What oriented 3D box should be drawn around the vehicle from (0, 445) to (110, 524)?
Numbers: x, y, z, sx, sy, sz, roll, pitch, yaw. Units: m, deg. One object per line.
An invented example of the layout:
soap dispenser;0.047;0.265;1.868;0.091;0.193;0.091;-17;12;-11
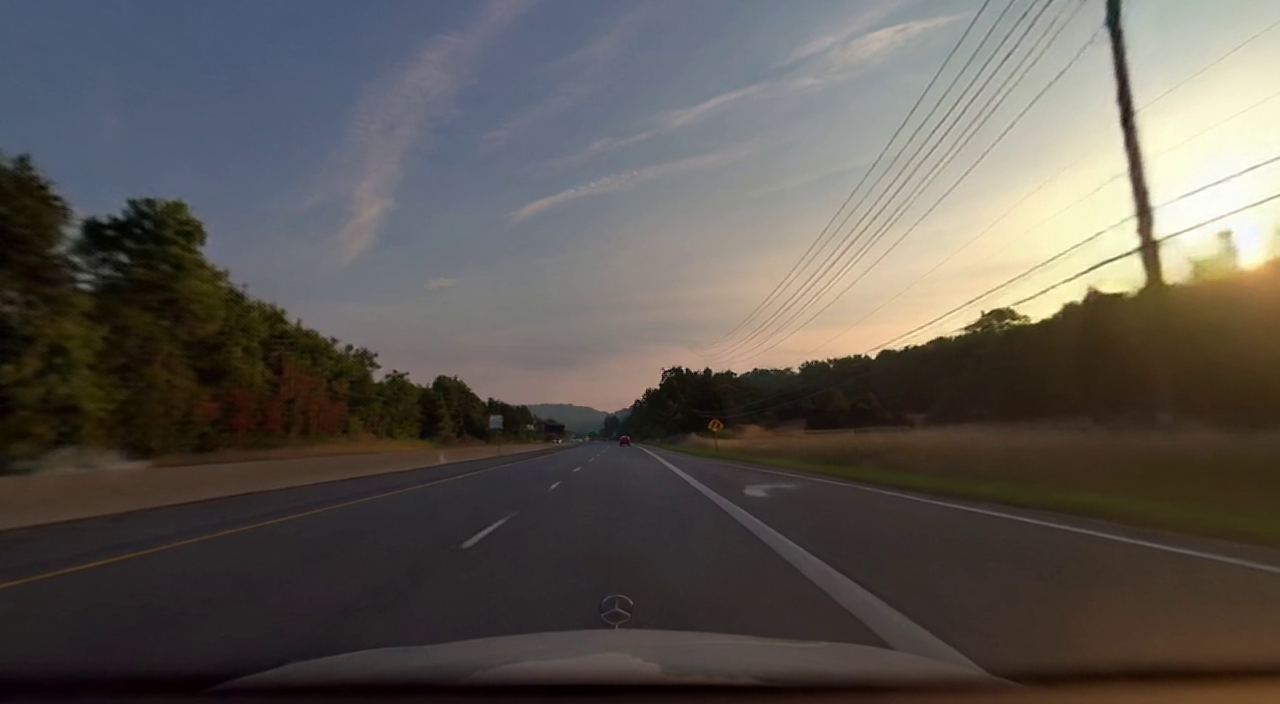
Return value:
vehicle;-12.916;2.522;11.973;1.791;1.426;4.502;0;-8;-1
